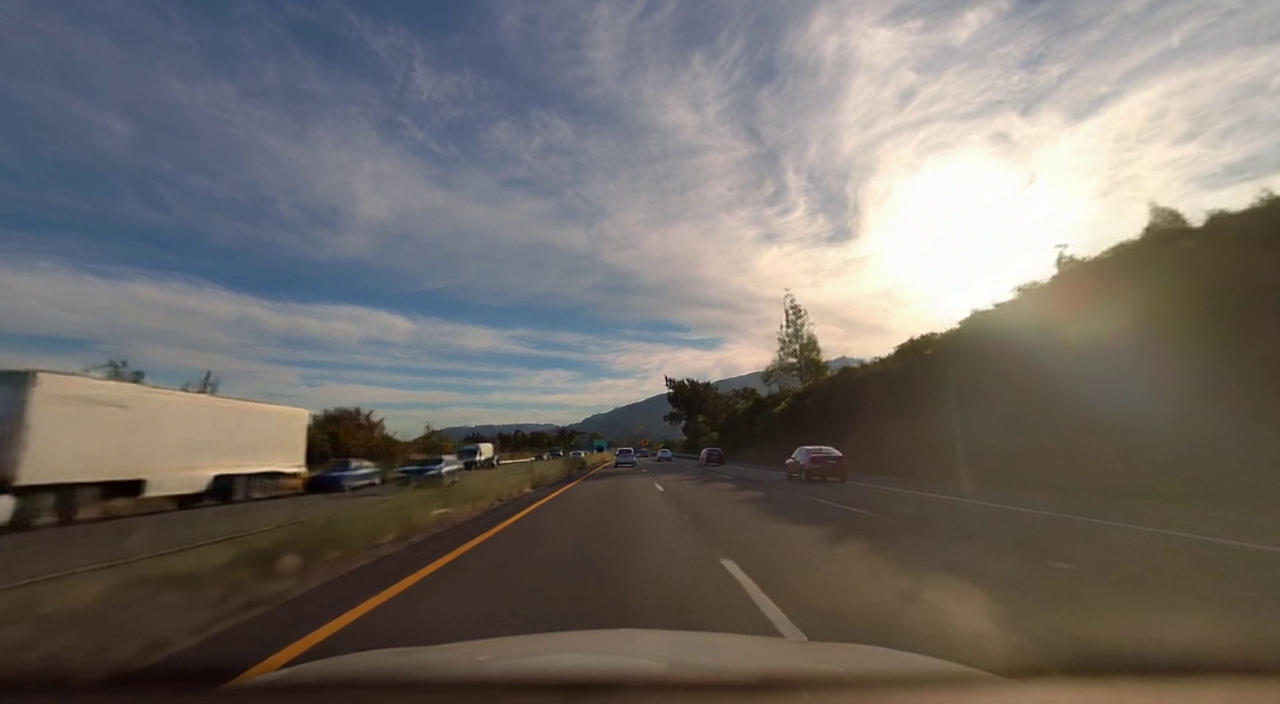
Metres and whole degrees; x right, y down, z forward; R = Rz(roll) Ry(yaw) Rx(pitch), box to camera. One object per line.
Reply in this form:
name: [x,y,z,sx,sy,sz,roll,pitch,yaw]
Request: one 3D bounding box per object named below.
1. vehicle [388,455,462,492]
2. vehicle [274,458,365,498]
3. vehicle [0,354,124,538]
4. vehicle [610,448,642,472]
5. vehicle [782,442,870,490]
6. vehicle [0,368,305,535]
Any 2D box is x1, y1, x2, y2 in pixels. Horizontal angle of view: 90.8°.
vehicle: [-9.348,5.275,27.759,1.871,1.472,3.866,0,-9,0]
vehicle: [-13.779,5.421,27.421,1.807,1.535,4.105,0,-9,-1]
vehicle: [-16.854,2.291,15.322,3.339,4.325,5.934,0,-9,-1]
vehicle: [-0.935,7.339,42.927,2.021,1.507,4.272,0,-9,-1]
vehicle: [6.681,4.135,23.158,1.903,1.566,3.866,0,-9,-2]
vehicle: [-16.999,3.476,22.193,2.933,4.011,13.984,0,-9,-1]
